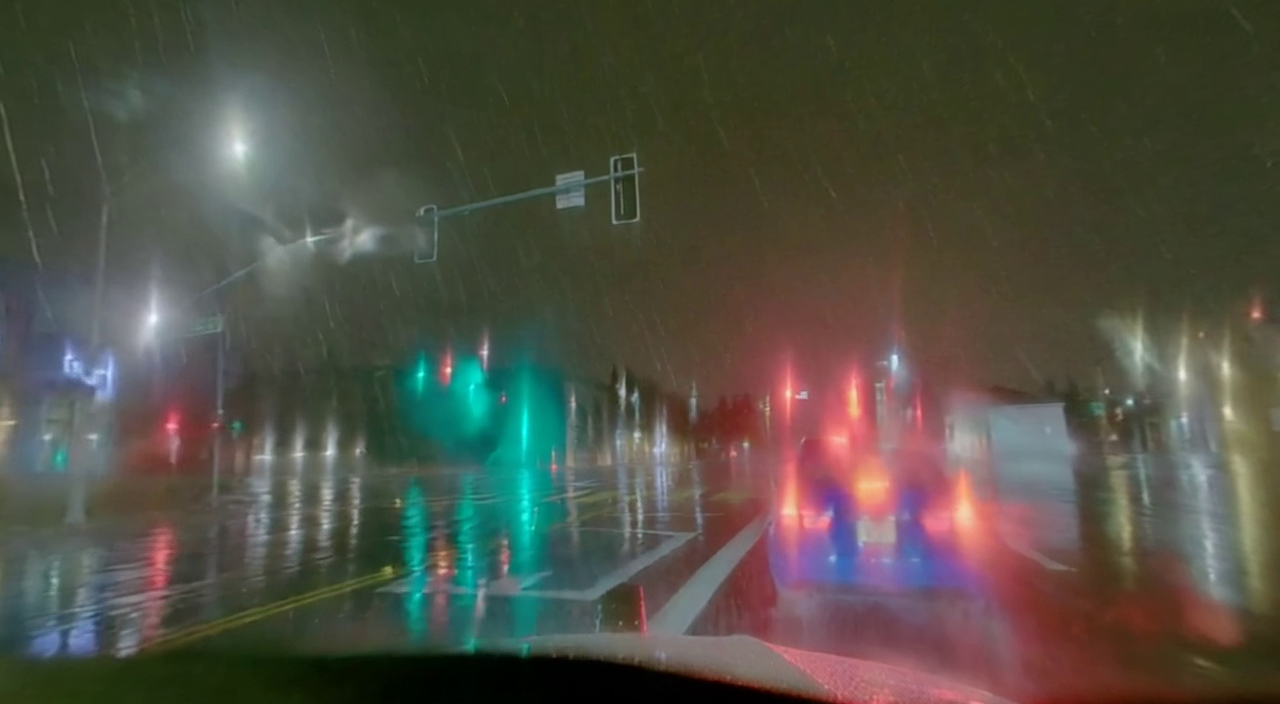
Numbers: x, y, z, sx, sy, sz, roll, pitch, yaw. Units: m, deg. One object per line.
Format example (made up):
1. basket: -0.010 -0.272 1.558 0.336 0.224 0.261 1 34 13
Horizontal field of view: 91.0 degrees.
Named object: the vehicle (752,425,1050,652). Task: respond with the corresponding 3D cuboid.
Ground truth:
1. vehicle: 2.329 1.579 6.566 1.872 1.459 4.483 -2 -9 15
